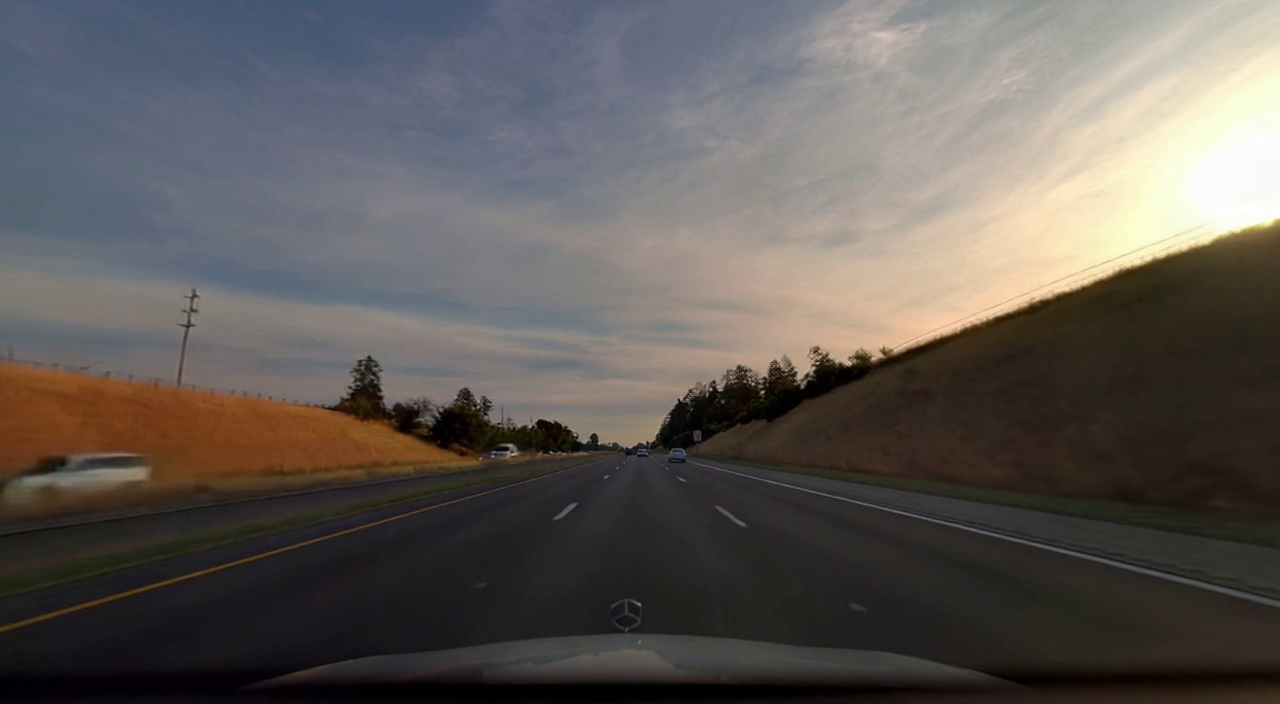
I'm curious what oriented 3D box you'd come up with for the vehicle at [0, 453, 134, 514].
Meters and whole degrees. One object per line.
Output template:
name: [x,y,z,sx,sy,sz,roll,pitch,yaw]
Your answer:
vehicle: [-16.278,3.484,17.139,1.789,1.446,3.886,0,-9,0]
